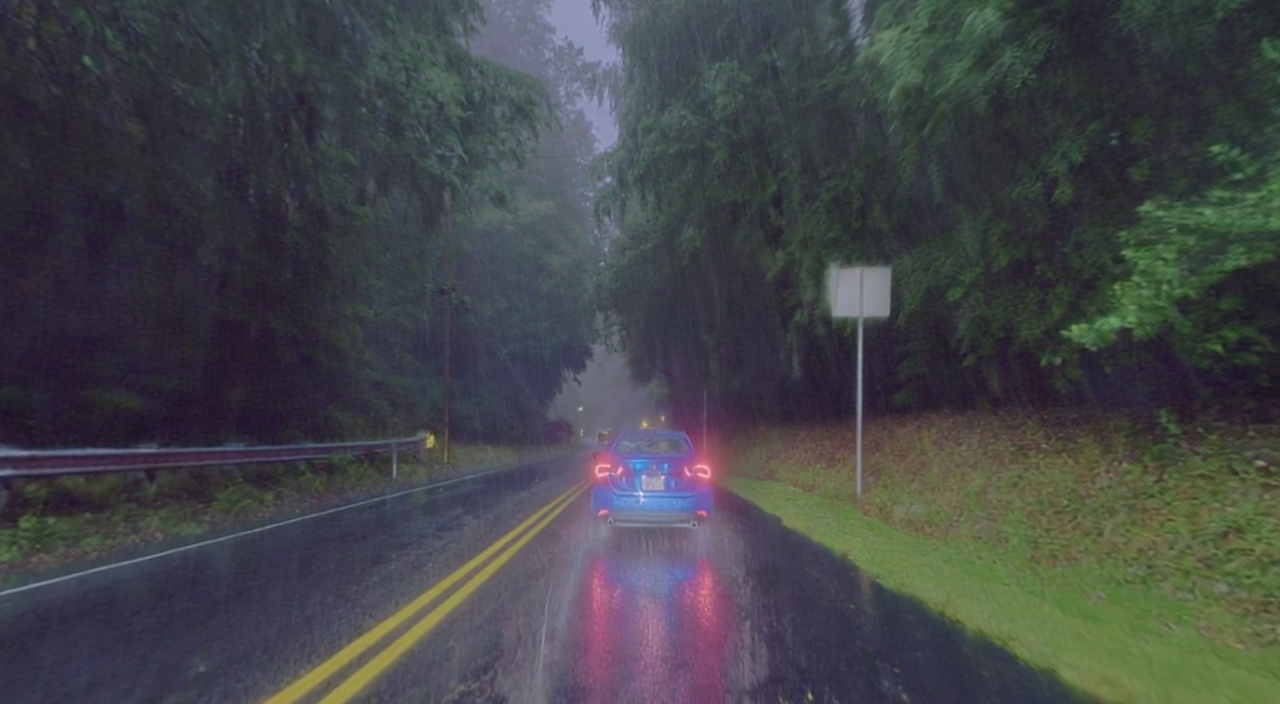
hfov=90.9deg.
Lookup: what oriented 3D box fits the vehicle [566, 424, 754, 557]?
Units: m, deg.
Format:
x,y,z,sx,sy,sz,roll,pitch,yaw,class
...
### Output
x,y,z,sx,sy,sz,roll,pitch,yaw,class
0.259,1.896,9.282,2.187,1.533,3.726,0,-8,1,vehicle
